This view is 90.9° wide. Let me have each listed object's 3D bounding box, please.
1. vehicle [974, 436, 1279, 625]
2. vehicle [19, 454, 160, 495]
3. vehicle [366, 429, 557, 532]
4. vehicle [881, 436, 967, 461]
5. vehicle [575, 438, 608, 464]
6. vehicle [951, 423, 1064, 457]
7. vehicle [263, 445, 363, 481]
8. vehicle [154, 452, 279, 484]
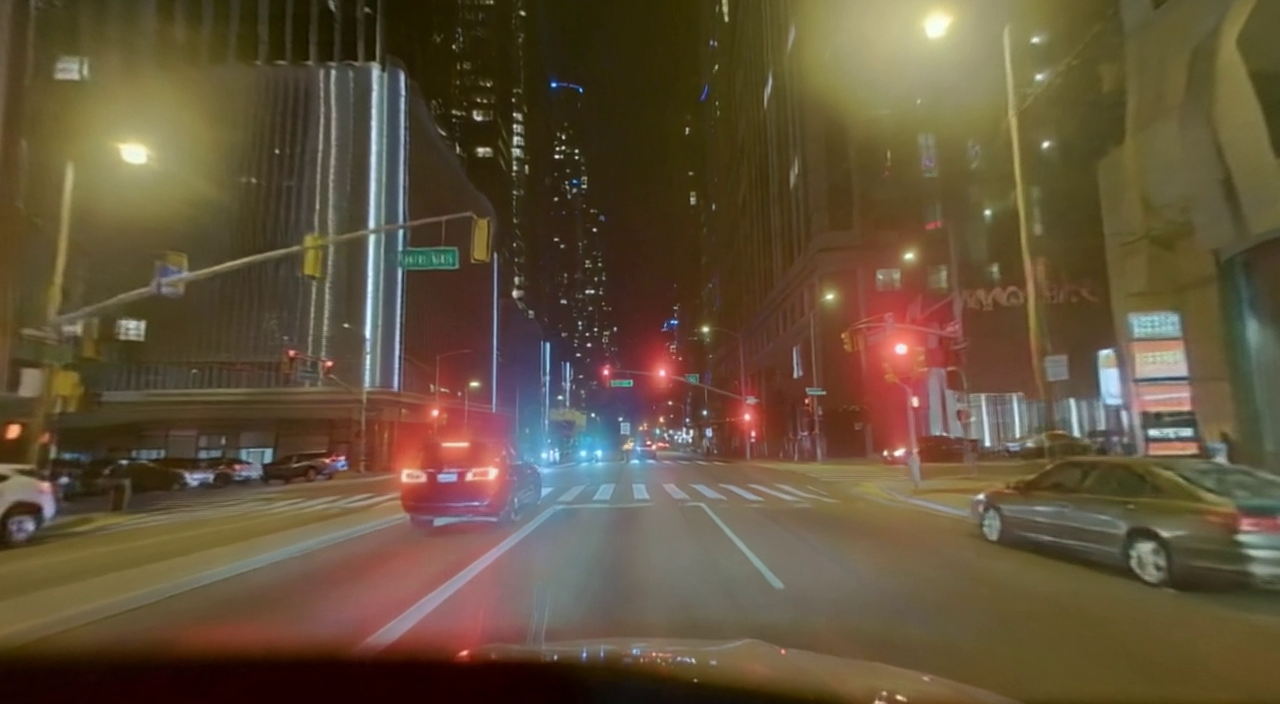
[{"bbox_3d":[5.890,1.675,6.808,1.929,1.464,4.494,0,-8,-3],"label":"vehicle"},{"bbox_3d":[-25.113,5.589,28.866,4.599,1.429,2.031,-4,-7,0],"label":"vehicle"},{"bbox_3d":[-2.915,2.217,11.586,2.014,1.480,4.780,0,-8,1],"label":"vehicle"},{"bbox_3d":[17.377,5.911,38.722,4.293,1.495,1.935,0,-8,-1],"label":"vehicle"},{"bbox_3d":[-3.762,7.803,49.730,2.176,1.804,4.740,-3,-9,0],"label":"vehicle"},{"bbox_3d":[20.328,4.916,35.011,4.827,1.817,2.190,0,-8,0],"label":"vehicle"},{"bbox_3d":[-21.403,7.271,41.471,5.283,1.959,2.453,-3,-7,-1],"label":"vehicle"},{"bbox_3d":[-21.590,5.934,32.310,4.791,1.506,2.244,0,-8,0],"label":"vehicle"}]
